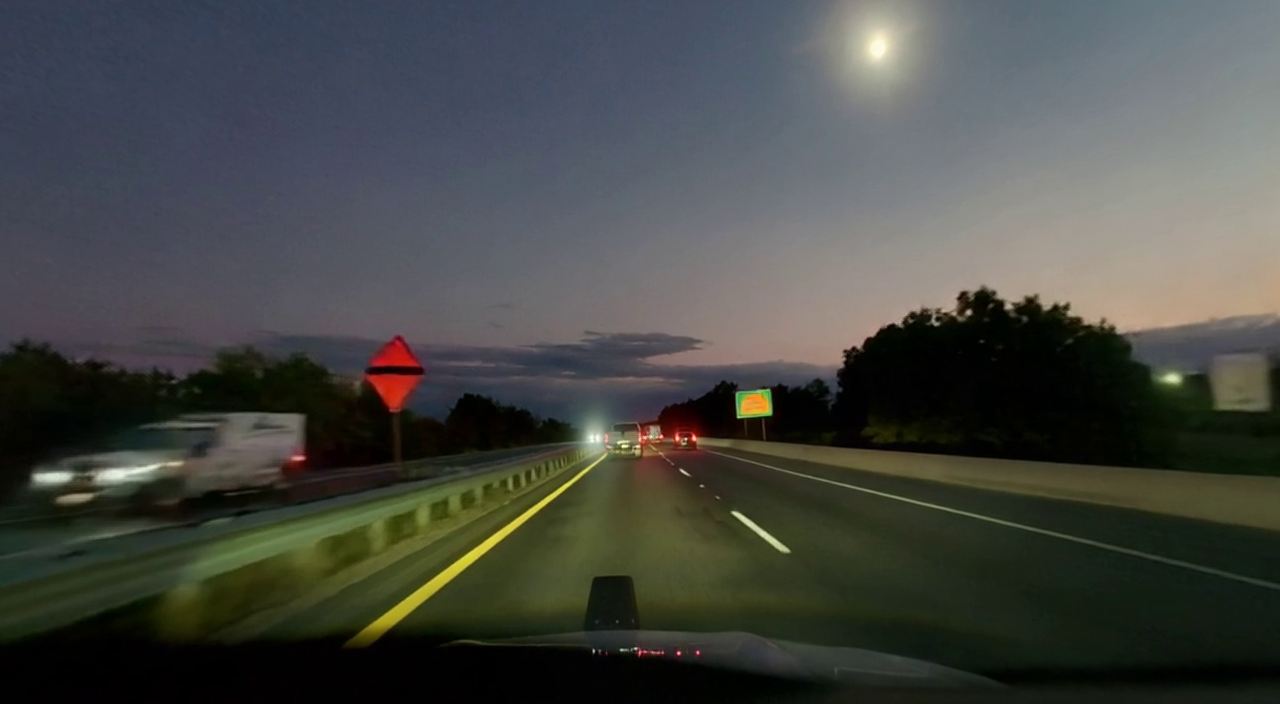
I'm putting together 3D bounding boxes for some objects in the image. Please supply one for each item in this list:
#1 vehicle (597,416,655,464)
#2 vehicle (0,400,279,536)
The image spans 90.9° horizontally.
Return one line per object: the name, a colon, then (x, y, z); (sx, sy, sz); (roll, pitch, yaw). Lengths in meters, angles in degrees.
vehicle: (-0.659, 4.124, 29.504); (2.503, 2.044, 4.633); (0, -8, -1)
vehicle: (-9.118, 1.974, 11.465); (2.120, 1.905, 5.052); (0, -8, -1)
